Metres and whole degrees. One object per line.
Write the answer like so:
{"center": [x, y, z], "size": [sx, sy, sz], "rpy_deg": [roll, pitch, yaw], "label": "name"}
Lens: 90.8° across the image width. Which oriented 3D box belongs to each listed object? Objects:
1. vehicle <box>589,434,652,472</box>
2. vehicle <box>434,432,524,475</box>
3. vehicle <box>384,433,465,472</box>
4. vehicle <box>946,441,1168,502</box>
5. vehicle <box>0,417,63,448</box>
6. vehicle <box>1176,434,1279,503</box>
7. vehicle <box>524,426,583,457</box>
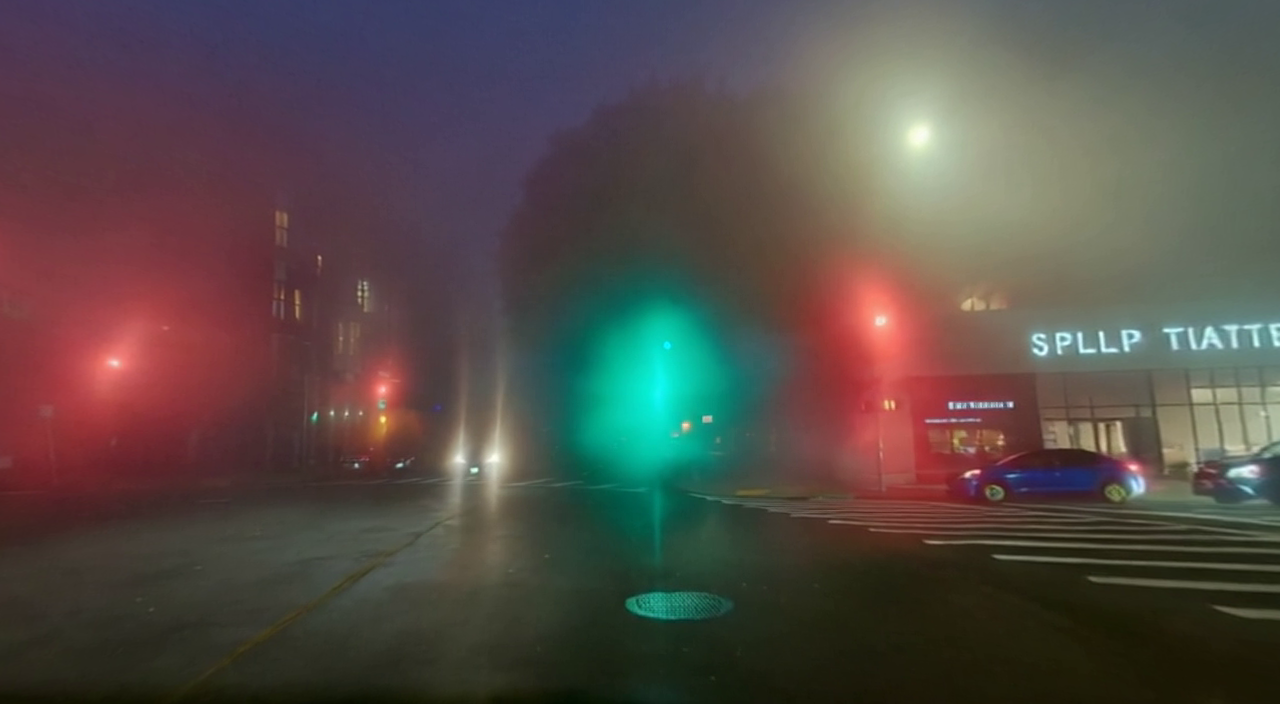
{"center": [-0.764, 4.399, 27.750], "size": [1.892, 1.481, 4.365], "rpy_deg": [-1, -8, 10], "label": "vehicle"}
{"center": [-6.080, 3.885, 24.457], "size": [2.119, 1.485, 4.472], "rpy_deg": [0, -8, 3], "label": "vehicle"}
{"center": [-10.396, 4.842, 30.841], "size": [1.933, 1.461, 4.393], "rpy_deg": [-5, -6, 8], "label": "vehicle"}
{"center": [10.739, 3.082, 16.588], "size": [4.426, 1.446, 1.795], "rpy_deg": [-1, -8, 8], "label": "vehicle"}
{"center": [-33.548, 4.300, 33.522], "size": [1.699, 1.539, 4.060], "rpy_deg": [-1, -8, 7], "label": "vehicle"}
{"center": [17.040, 2.840, 15.579], "size": [5.420, 1.609, 2.063], "rpy_deg": [-1, -8, 8], "label": "vehicle"}
{"center": [-5.093, 5.378, 37.963], "size": [2.181, 1.723, 4.692], "rpy_deg": [-1, -8, 9], "label": "vehicle"}
